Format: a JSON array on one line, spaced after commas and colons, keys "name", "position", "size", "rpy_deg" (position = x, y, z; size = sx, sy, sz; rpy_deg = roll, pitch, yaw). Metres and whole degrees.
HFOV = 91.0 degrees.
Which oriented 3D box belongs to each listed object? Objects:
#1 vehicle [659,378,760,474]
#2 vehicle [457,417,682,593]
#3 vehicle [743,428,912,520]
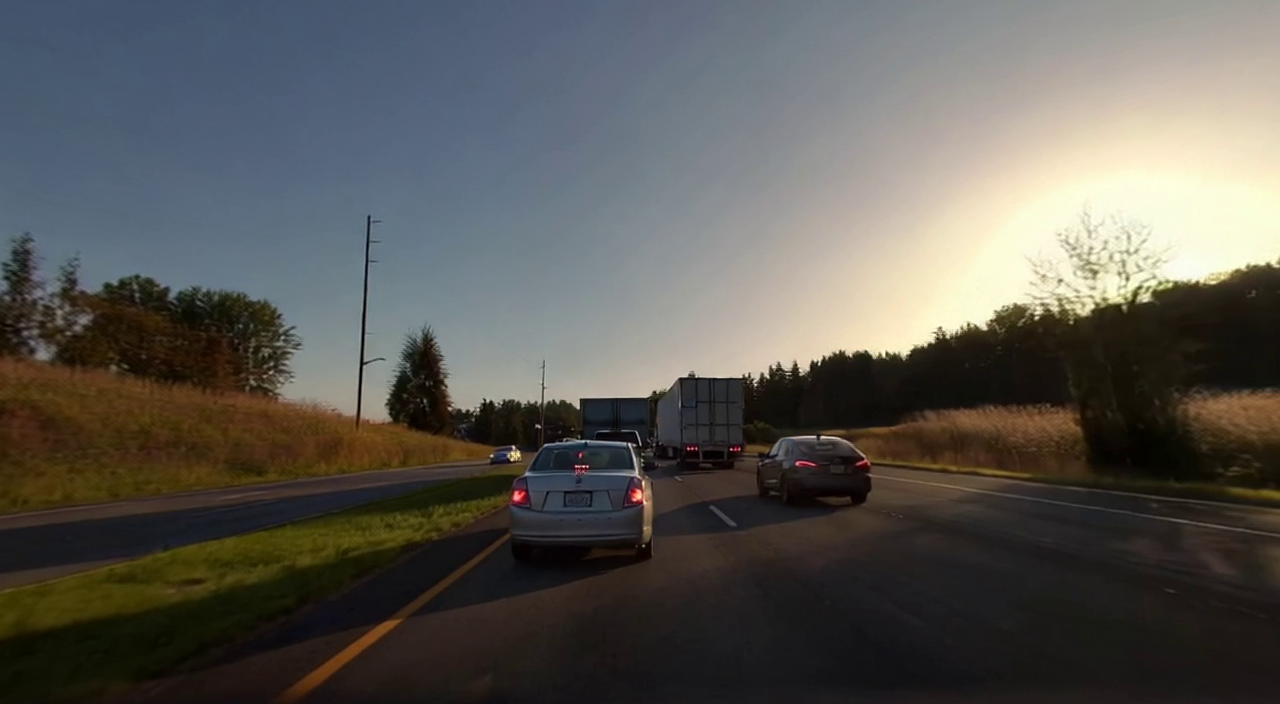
[{"name": "vehicle", "position": [3.365, 4.466, 36.658], "size": [3.591, 4.290, 16.696], "rpy_deg": [0, -8, -1]}, {"name": "vehicle", "position": [-0.704, 1.668, 7.745], "size": [2.009, 1.554, 4.013], "rpy_deg": [0, -8, -2]}, {"name": "vehicle", "position": [3.529, 2.385, 12.942], "size": [1.960, 1.515, 4.713], "rpy_deg": [0, -8, -1]}]
